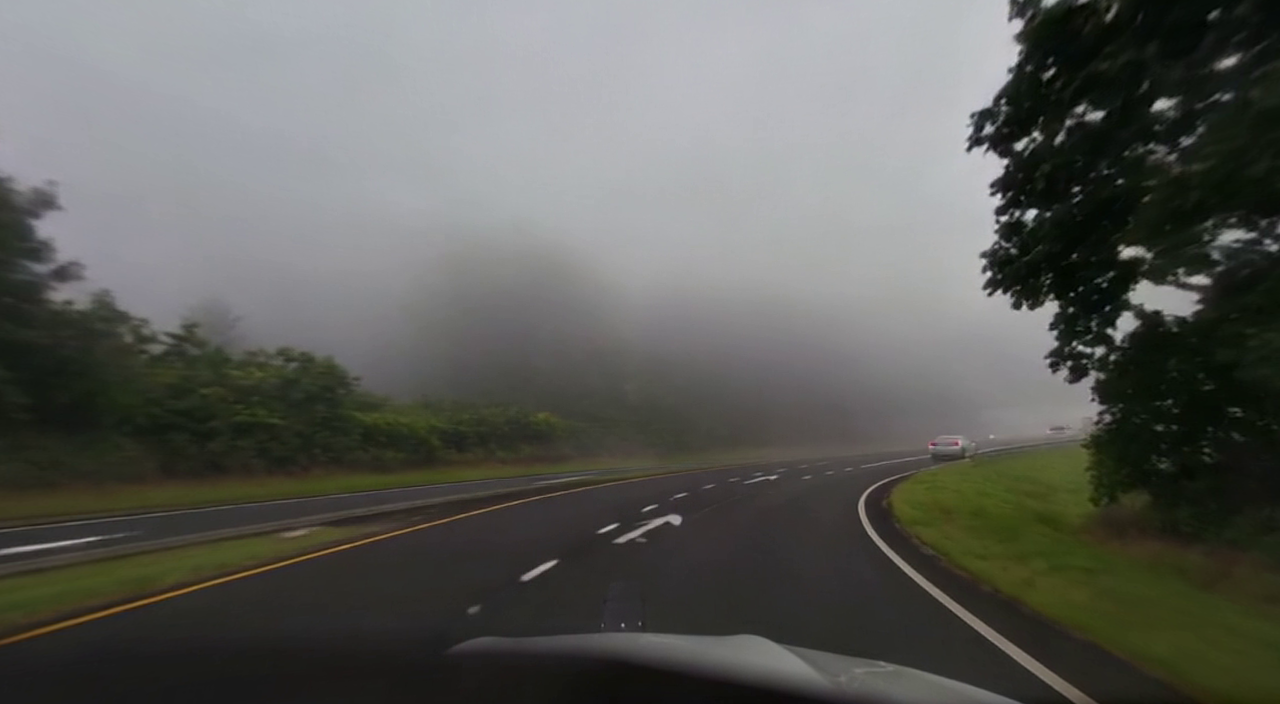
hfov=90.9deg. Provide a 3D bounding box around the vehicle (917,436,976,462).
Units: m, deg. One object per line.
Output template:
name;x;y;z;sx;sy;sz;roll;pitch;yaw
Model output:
vehicle;17.769;5.615;36.440;3.645;1.427;1.807;8;-12;-43
